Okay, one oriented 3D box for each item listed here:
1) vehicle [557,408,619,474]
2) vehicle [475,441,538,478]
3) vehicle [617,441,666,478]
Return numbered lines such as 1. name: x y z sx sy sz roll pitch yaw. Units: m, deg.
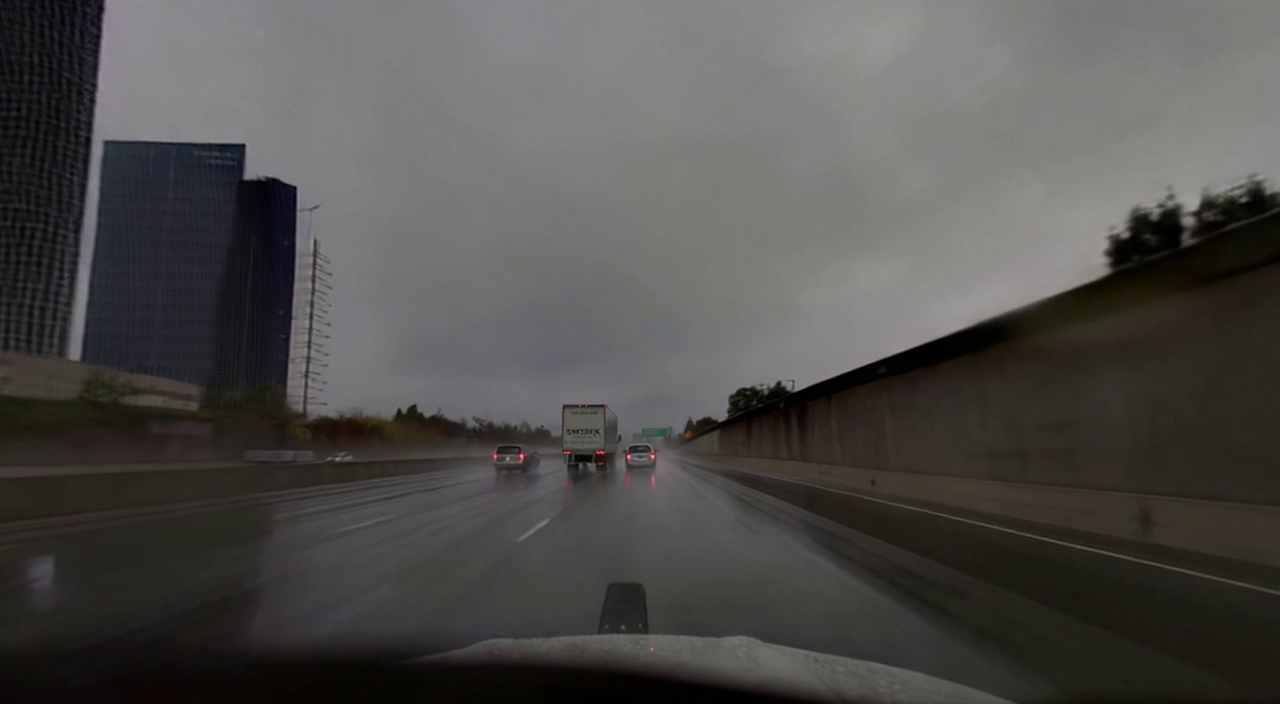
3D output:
1. vehicle: -2.903 5.380 37.897 2.794 3.460 8.595 0 -9 1
2. vehicle: -6.606 5.361 31.722 2.124 1.674 4.541 0 -9 0
3. vehicle: 0.053 4.985 29.358 2.168 1.597 3.615 0 -9 0
